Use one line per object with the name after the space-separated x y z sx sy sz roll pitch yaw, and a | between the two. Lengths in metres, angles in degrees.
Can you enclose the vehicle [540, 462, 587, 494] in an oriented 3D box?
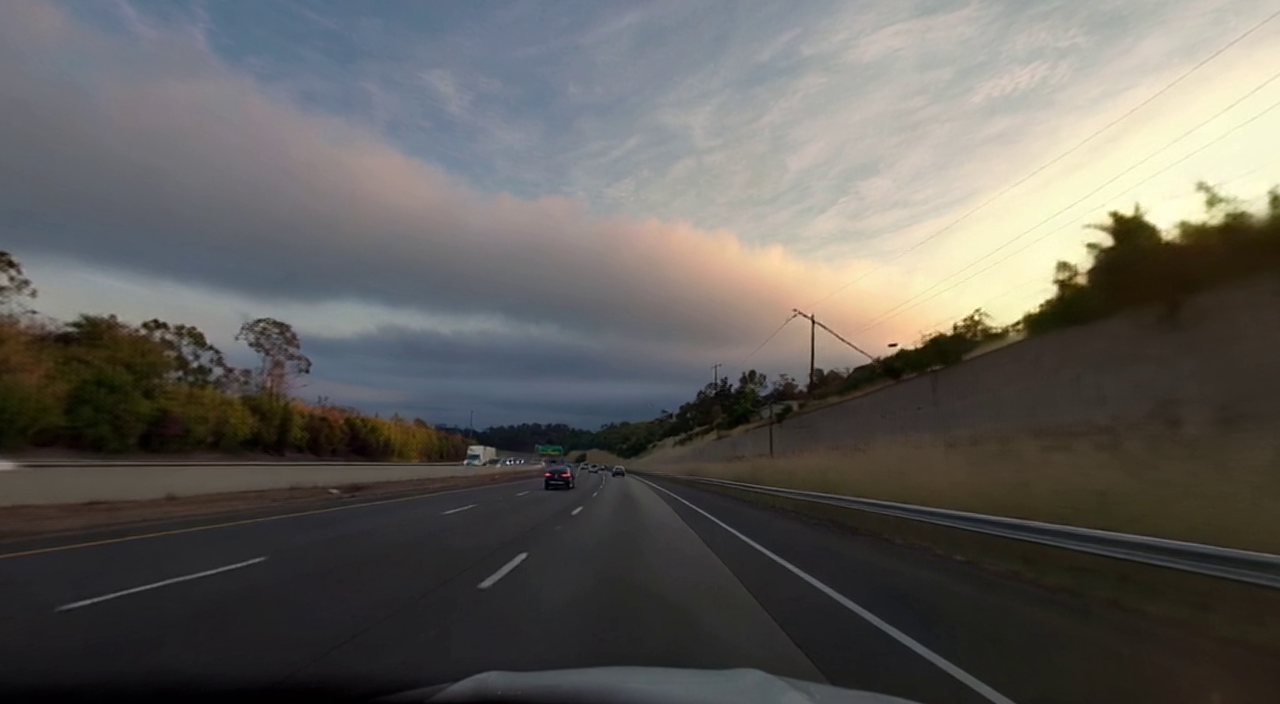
-4.437 7.365 37.072 2.194 1.704 4.421 1 -10 0 | vehicle
